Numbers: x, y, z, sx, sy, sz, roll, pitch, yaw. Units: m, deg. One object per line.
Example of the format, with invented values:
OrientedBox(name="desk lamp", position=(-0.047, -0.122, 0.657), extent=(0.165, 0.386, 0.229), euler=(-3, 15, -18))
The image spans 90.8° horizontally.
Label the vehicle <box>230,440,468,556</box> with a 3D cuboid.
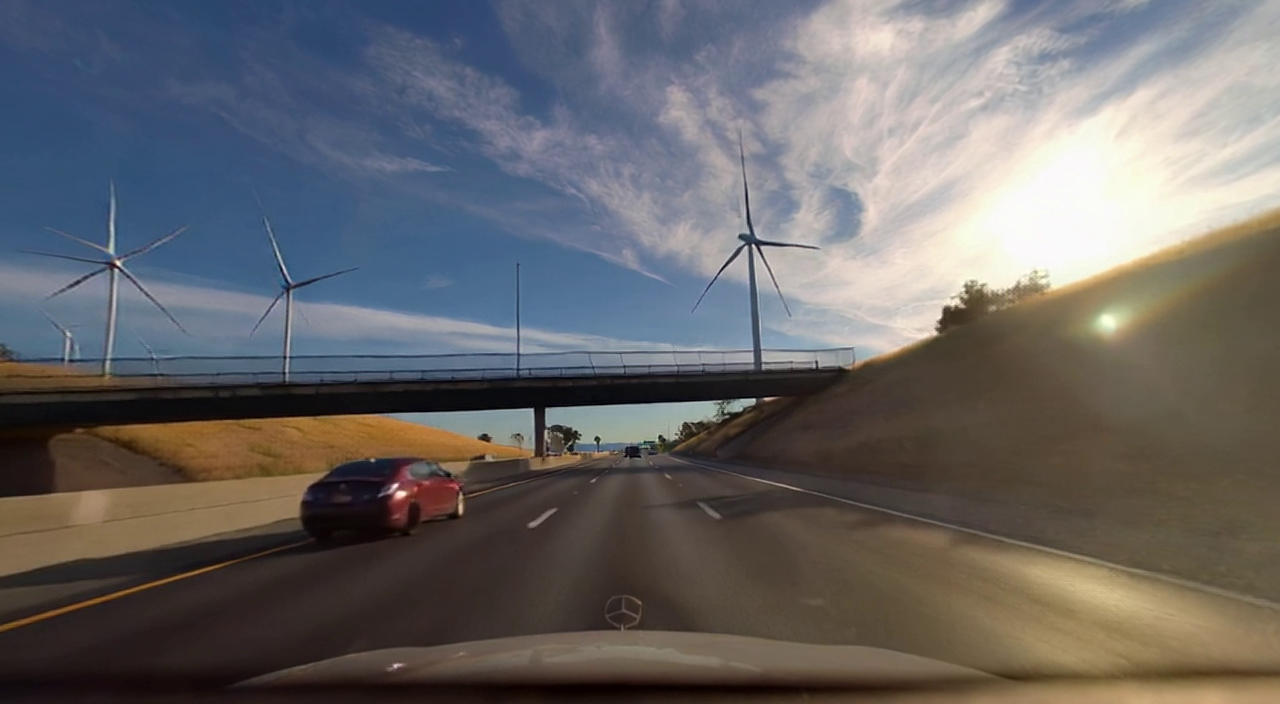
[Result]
OrientedBox(name="vehicle", position=(-4.372, 2.225, 10.357), extent=(1.921, 1.481, 4.120), euler=(0, -9, 0))
